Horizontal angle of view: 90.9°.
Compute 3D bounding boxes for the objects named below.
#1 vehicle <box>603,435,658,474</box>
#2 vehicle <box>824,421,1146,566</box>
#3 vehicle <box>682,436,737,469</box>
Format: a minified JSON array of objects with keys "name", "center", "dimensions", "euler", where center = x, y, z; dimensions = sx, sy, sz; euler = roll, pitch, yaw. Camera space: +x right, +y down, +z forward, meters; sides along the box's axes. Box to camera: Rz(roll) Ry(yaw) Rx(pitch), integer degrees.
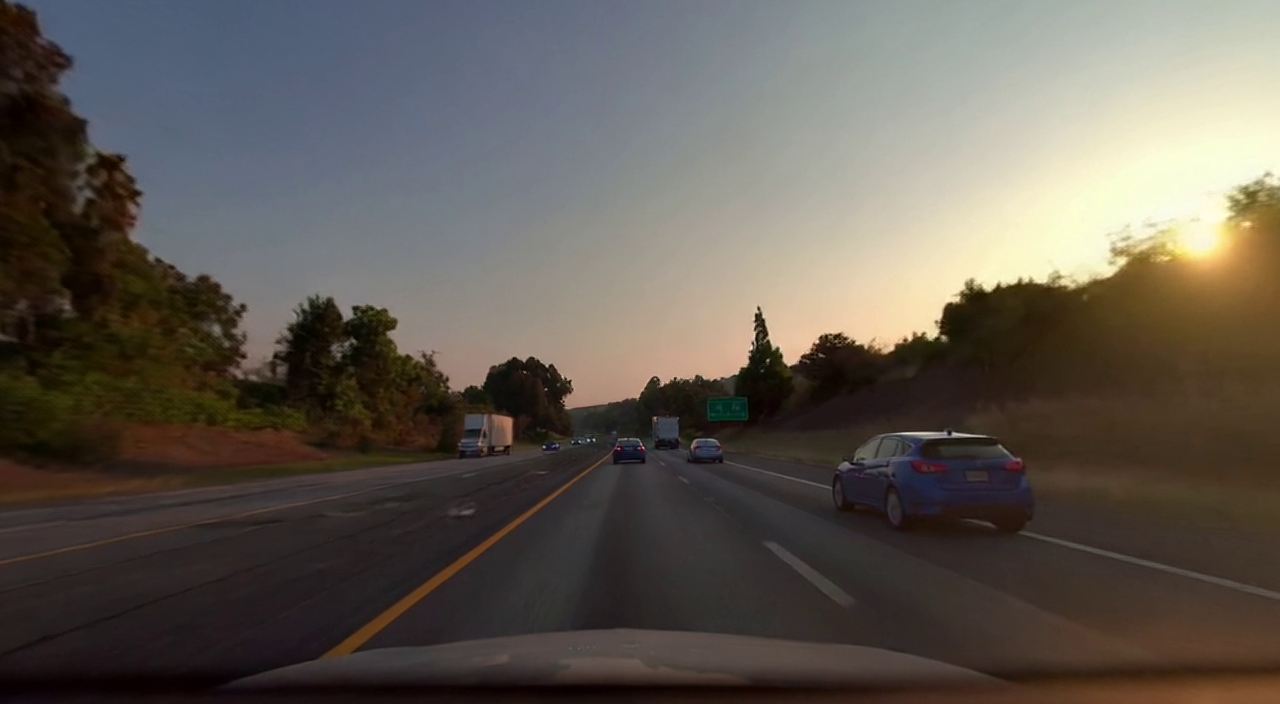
[{"name":"vehicle","center":[-0.412,4.238,26.386],"dimensions":[2.143,1.466,3.693],"euler":[0,-7,-2]},{"name":"vehicle","center":[4.333,1.795,8.919],"dimensions":[2.066,1.526,4.216],"euler":[0,-8,-2]},{"name":"vehicle","center":[3.307,4.835,30.806],"dimensions":[2.004,1.469,4.472],"euler":[0,-8,-2]}]
